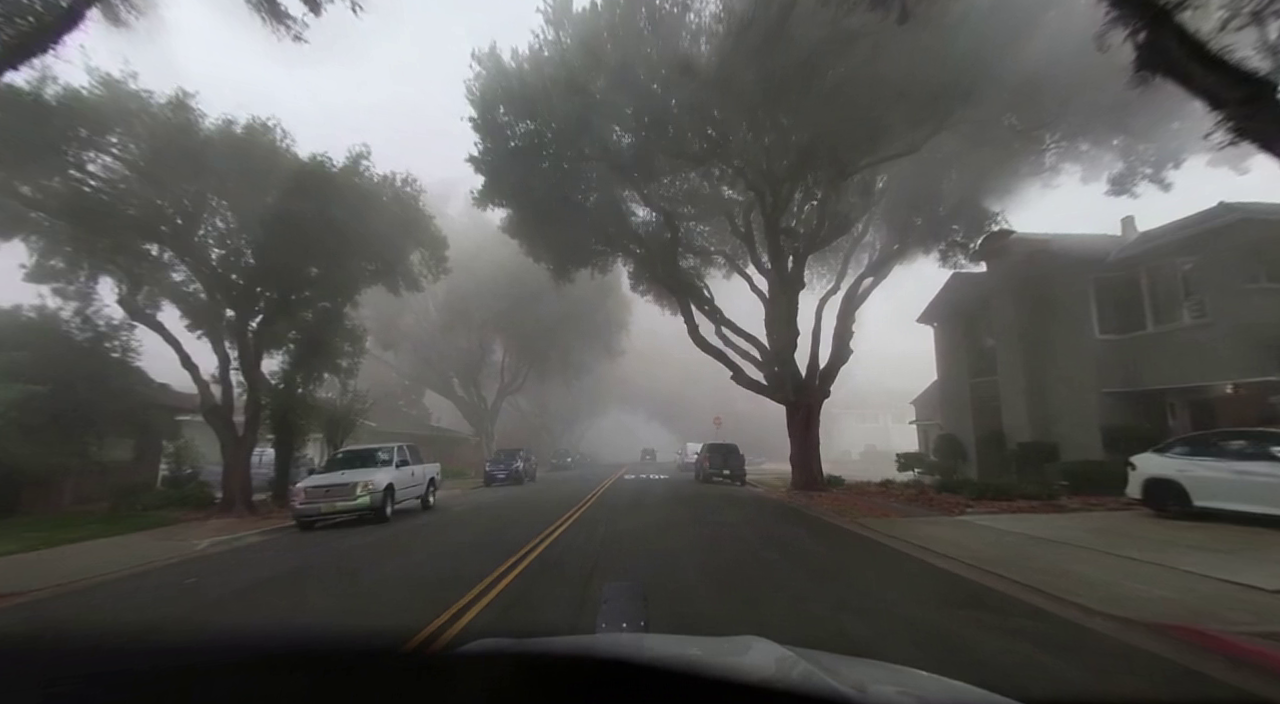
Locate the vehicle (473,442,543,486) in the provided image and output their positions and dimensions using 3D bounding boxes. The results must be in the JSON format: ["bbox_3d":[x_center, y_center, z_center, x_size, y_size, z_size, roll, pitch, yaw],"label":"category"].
[{"bbox_3d":[-5.598,4.793,27.366,2.007,1.709,4.502,0,-8,0],"label":"vehicle"}]

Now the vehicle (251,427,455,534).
[{"bbox_3d":[-5.777,2.633,13.556,2.165,1.758,4.701,-3,-9,1],"label":"vehicle"}]

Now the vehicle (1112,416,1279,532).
[{"bbox_3d":[9.366,1.637,8.518,2.046,1.507,4.665,1,-8,-6],"label":"vehicle"}]

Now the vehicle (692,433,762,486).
[{"bbox_3d":[3.186,4.043,24.088,2.117,1.807,4.964,0,-8,2],"label":"vehicle"}]

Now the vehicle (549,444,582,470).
[{"bbox_3d":[-5.177,7.311,44.156,1.955,1.659,4.324,0,-8,-2],"label":"vehicle"}]
